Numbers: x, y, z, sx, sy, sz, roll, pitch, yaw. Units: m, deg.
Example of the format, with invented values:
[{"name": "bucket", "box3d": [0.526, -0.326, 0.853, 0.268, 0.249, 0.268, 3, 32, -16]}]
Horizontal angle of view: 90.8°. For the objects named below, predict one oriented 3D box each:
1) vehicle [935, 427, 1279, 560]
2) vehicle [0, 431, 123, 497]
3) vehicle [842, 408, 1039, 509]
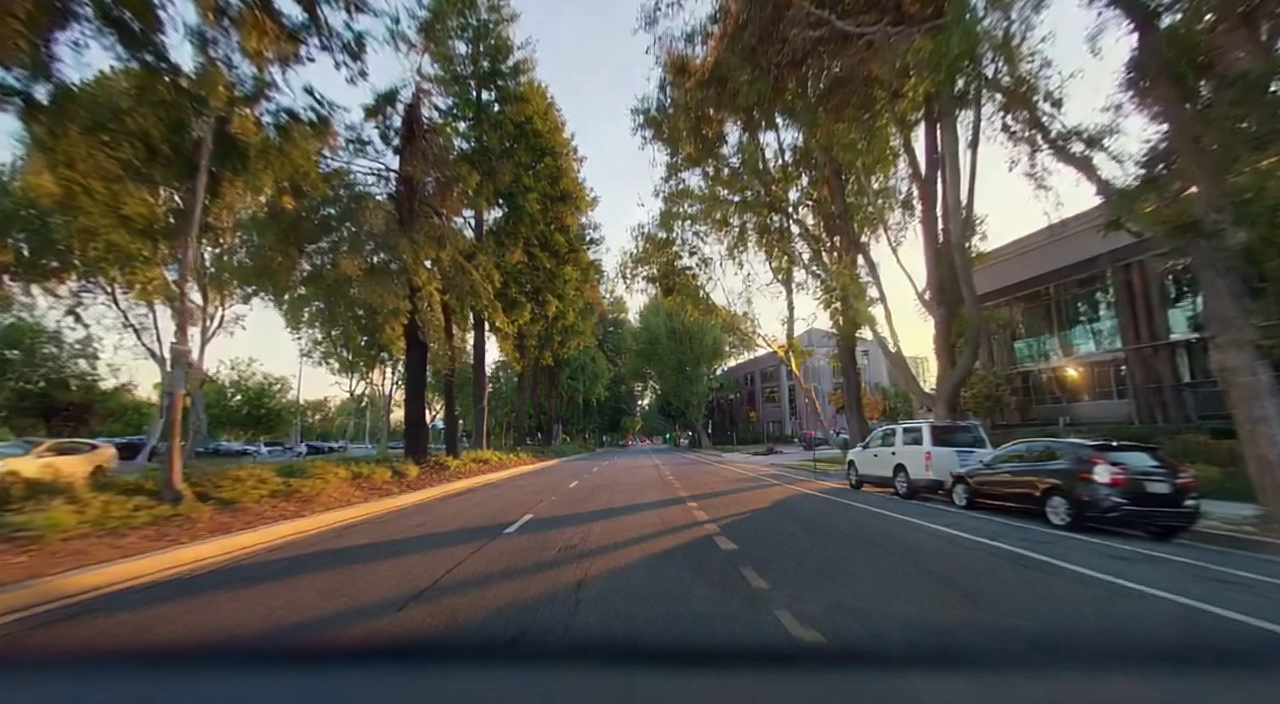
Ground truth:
[{"name": "vehicle", "box3d": [7.087, 2.096, 10.229, 2.135, 1.556, 5.023, 2, -8, -1]}, {"name": "vehicle", "box3d": [-15.866, 2.778, 15.765, 1.936, 1.519, 4.739, 0, -8, -1]}, {"name": "vehicle", "box3d": [7.136, 2.614, 15.912, 2.278, 2.069, 5.393, 0, -8, 0]}]
